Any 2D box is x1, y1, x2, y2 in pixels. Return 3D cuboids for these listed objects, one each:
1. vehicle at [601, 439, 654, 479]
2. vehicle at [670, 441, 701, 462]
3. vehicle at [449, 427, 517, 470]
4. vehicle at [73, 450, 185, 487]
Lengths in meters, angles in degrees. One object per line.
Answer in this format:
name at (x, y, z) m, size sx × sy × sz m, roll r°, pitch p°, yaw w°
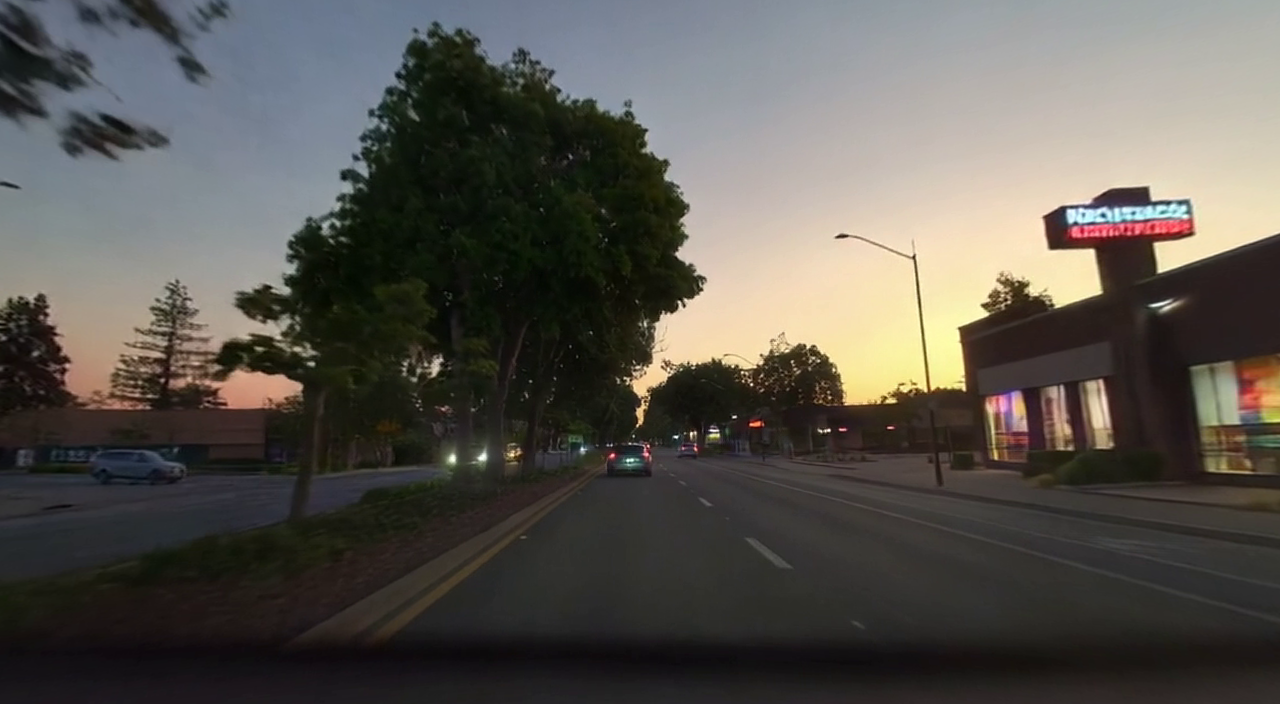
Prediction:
vehicle at (-0.473, 4.287, 25.560) m, size 2.006 × 1.487 × 3.535 m, roll 0°, pitch -9°, yaw 0°
vehicle at (3.455, 7.633, 48.520) m, size 1.910 × 1.474 × 4.003 m, roll 0°, pitch -9°, yaw -2°
vehicle at (-8.603, 5.366, 35.253) m, size 2.274 × 2.201 × 5.710 m, roll -1°, pitch -9°, yaw 1°
vehicle at (-23.521, 5.338, 29.181) m, size 3.650 × 1.487 × 1.757 m, roll -1°, pitch -8°, yaw -1°
